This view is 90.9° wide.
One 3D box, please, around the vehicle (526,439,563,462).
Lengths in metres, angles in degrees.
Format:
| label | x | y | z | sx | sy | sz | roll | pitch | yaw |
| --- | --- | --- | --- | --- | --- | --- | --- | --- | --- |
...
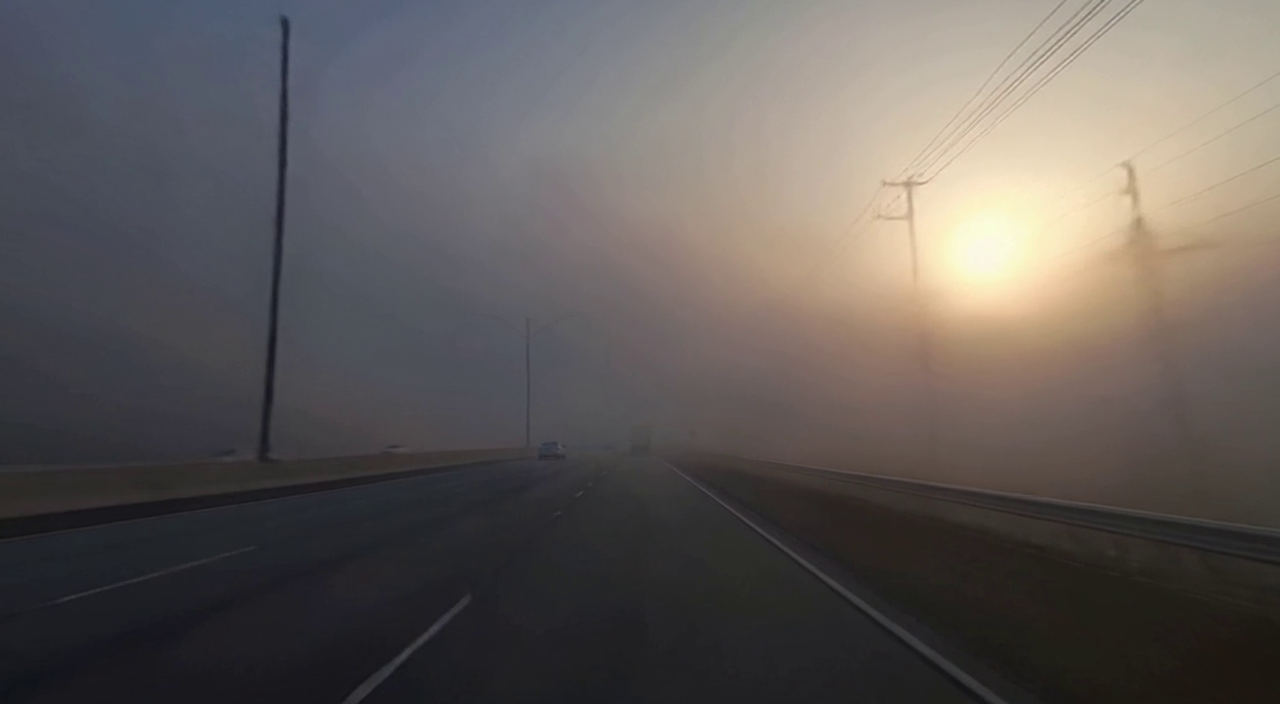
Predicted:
| label | x | y | z | sx | sy | sz | roll | pitch | yaw |
| --- | --- | --- | --- | --- | --- | --- | --- | --- | --- |
| vehicle | -7.225 | 7.512 | 48.244 | 2.064 | 1.642 | 4.389 | 0 | -8 | 1 |

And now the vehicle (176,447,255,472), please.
| label | x | y | z | sx | sy | sz | roll | pitch | yaw |
| --- | --- | --- | --- | --- | --- | --- | --- | --- | --- |
| vehicle | -26.690 | 6.738 | 39.827 | 1.803 | 1.470 | 4.582 | 0 | -8 | 0 |
